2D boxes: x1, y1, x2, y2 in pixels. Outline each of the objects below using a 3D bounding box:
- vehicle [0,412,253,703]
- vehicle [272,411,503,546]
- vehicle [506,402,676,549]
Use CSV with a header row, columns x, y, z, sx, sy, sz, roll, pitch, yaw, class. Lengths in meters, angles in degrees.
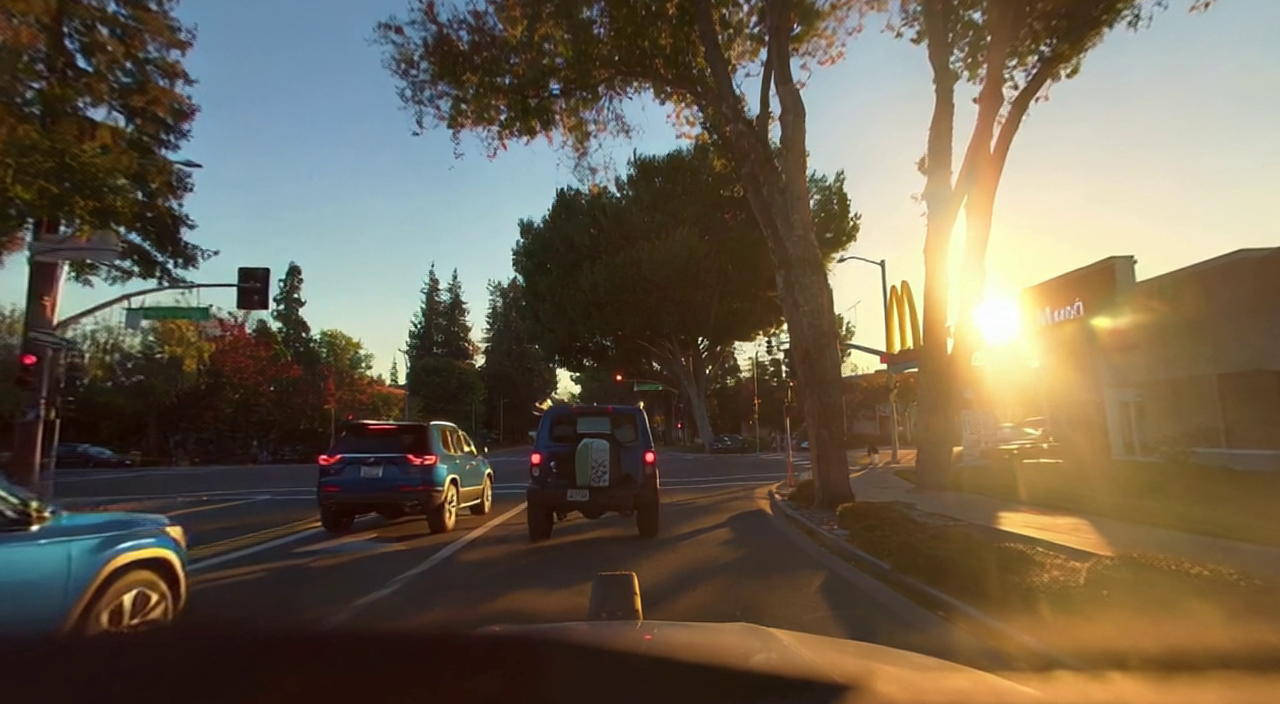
x,y,z,sx,sy,sz,roll,pitch,yaw,class
-3.885,0.955,2.429,1.941,1.479,4.541,0,-8,-1,vehicle
-3.947,2.065,10.942,2.130,1.819,4.497,0,-8,0,vehicle
-0.724,1.970,10.736,2.224,1.923,4.643,0,-8,-2,vehicle
